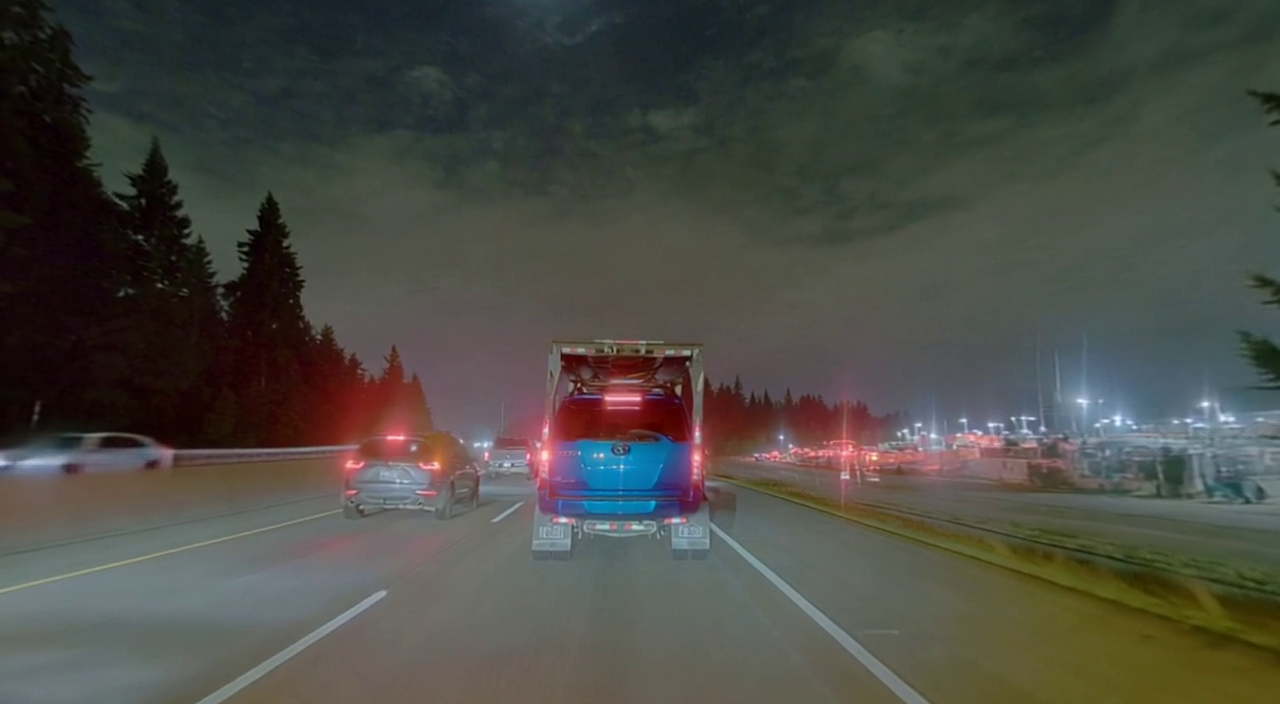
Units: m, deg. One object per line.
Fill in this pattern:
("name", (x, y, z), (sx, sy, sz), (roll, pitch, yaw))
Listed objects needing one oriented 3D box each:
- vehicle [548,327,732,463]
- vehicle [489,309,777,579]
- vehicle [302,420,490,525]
("vehicle", (-0.114, 0.850, 9.821), (2.156, 1.604, 4.680), (0, -9, -3))
("vehicle", (-0.266, 1.643, 11.363), (2.735, 2.597, 10.435), (0, -9, -2))
("vehicle", (-4.465, 2.280, 12.506), (2.057, 1.665, 4.572), (0, -9, -2))
